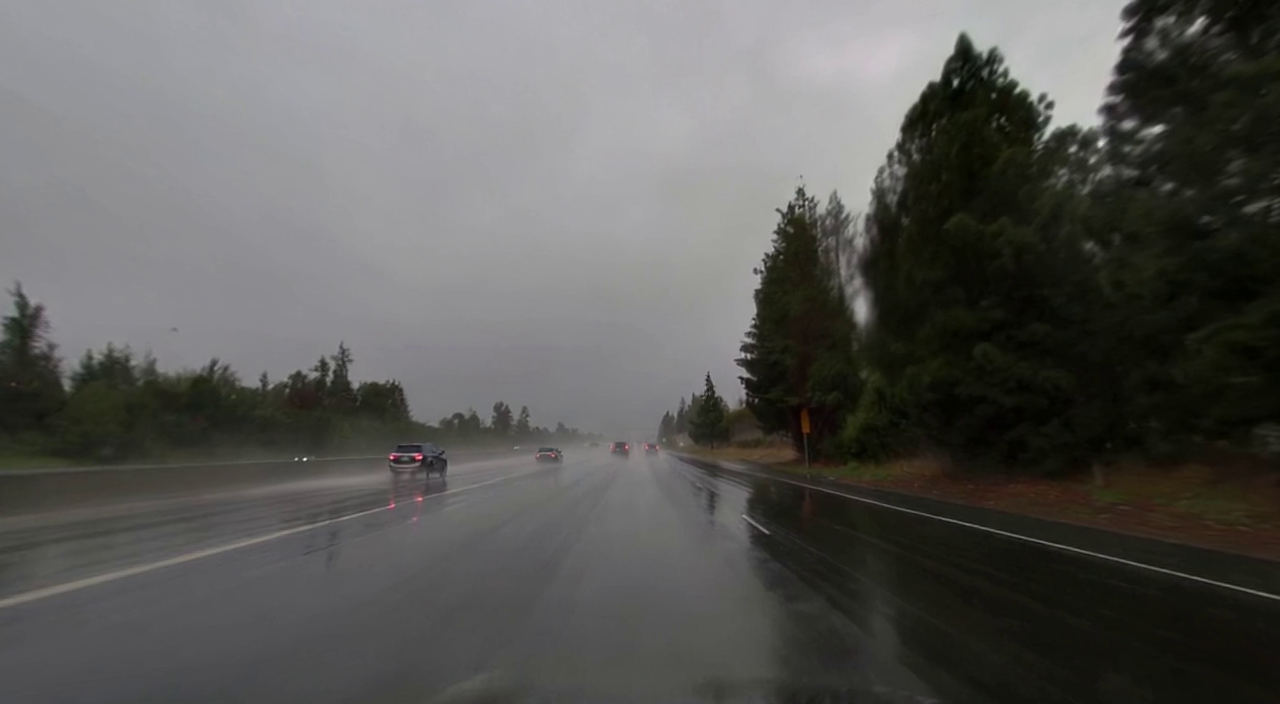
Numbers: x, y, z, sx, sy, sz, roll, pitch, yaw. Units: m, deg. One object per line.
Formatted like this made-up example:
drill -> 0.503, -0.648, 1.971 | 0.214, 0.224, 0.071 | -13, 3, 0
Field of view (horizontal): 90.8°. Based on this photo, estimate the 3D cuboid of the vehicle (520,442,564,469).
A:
vehicle -> -6.324, 6.733, 41.208 | 2.080, 1.694, 4.279 | 0, -9, 2

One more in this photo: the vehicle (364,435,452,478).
vehicle -> -10.550, 4.790, 29.163 | 2.195, 1.795, 4.659 | 0, -9, 1
